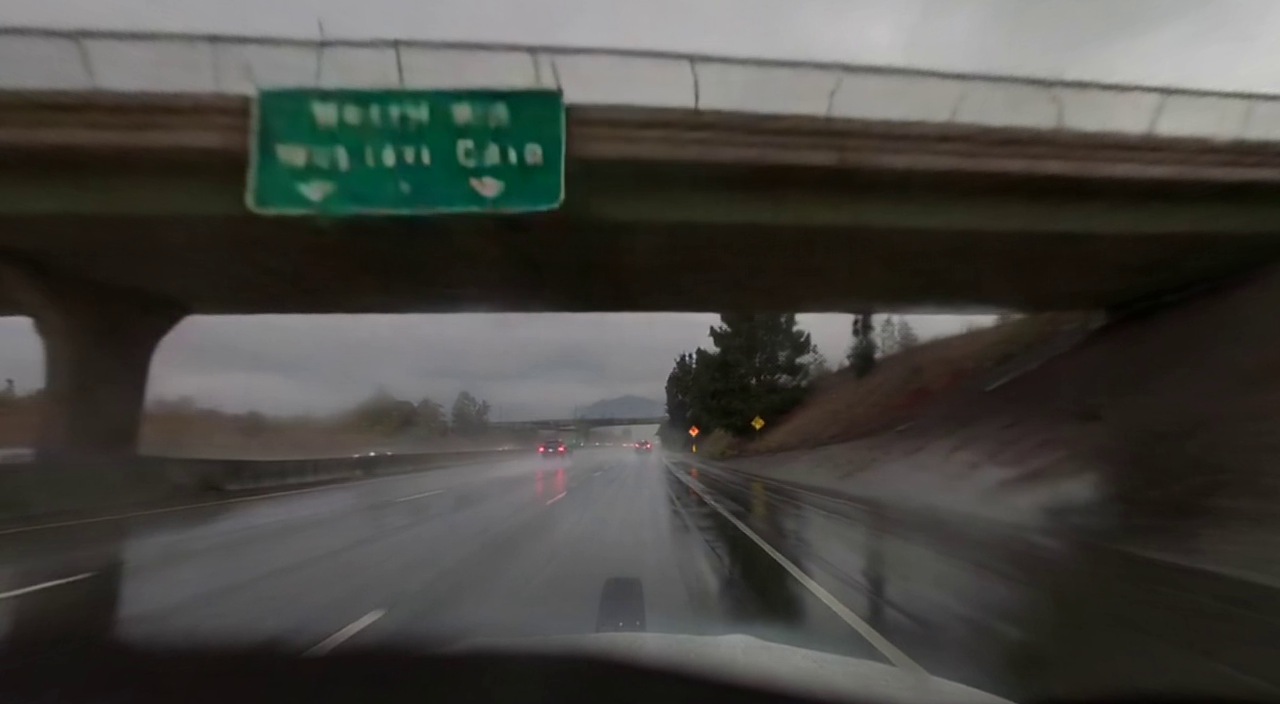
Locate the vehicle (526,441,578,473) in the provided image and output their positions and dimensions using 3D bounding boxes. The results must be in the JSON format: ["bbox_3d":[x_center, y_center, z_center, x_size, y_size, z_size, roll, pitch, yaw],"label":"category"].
[{"bbox_3d":[-4.573,5.531,33.318,1.916,1.545,4.757,0,-9,2],"label":"vehicle"}]
